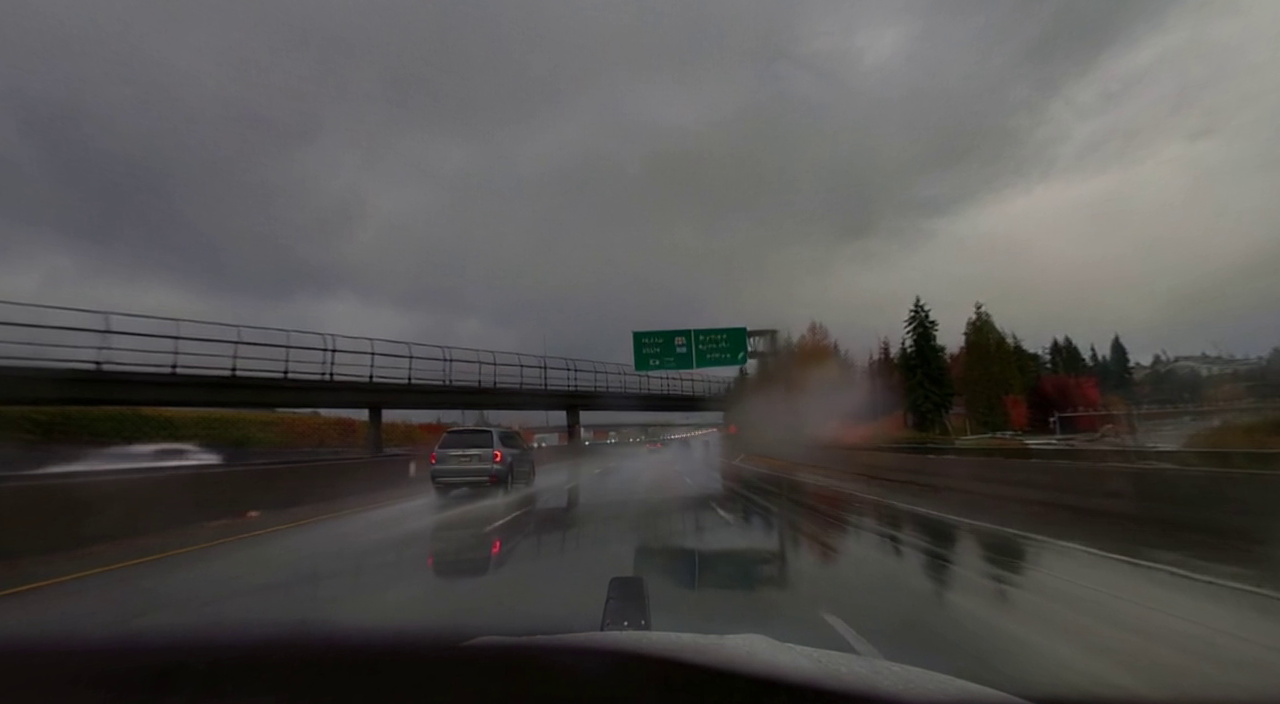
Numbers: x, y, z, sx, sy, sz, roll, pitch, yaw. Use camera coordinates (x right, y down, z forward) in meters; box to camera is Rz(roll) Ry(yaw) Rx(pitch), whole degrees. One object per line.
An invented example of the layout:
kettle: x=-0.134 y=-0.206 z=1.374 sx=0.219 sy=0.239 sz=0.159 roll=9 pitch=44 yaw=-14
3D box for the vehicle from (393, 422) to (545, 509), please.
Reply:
vehicle: x=-3.725 y=2.571 z=14.687 sx=2.177 sy=1.707 sz=4.432 roll=0 pitch=-8 yaw=2
